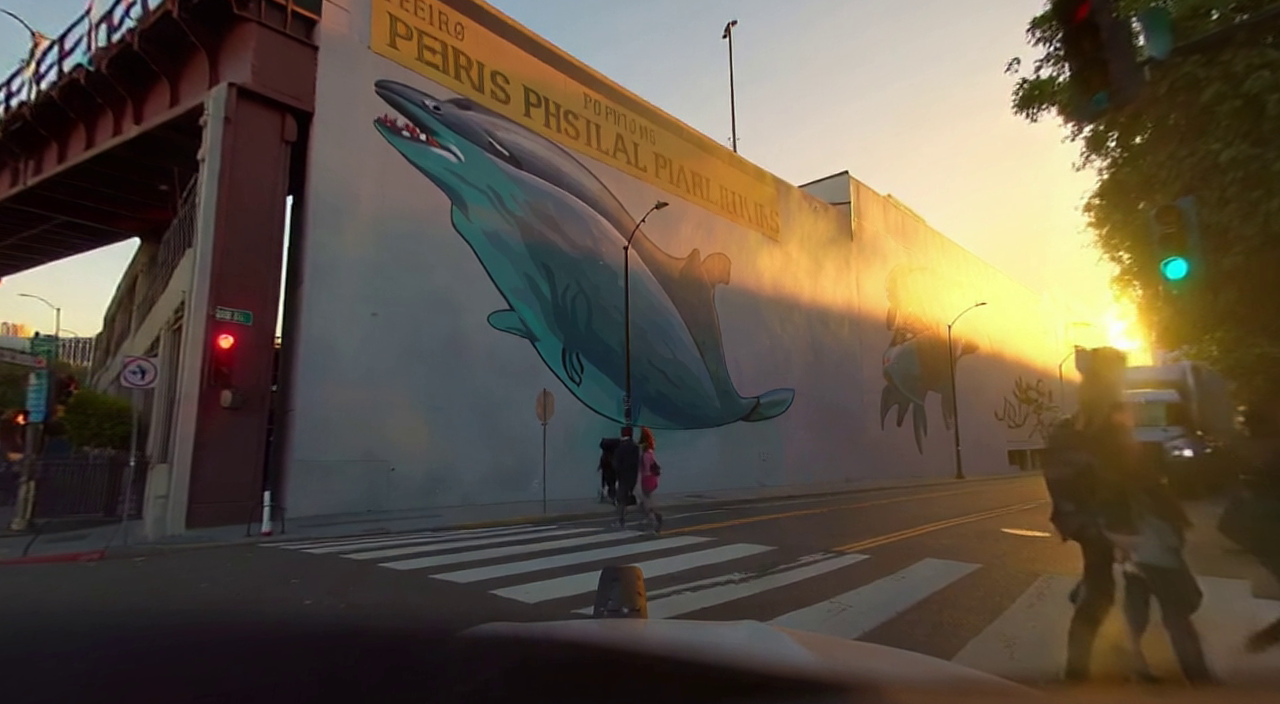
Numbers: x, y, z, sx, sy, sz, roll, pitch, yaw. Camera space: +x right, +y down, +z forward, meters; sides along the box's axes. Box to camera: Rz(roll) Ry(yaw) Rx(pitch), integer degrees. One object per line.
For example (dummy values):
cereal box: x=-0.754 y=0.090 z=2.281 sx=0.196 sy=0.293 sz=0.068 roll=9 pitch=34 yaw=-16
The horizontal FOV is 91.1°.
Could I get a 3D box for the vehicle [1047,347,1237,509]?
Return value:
vehicle: x=15.799 y=2.419 z=19.399 sx=9.347 sy=3.893 sz=2.849 roll=7 pitch=-11 yaw=-42
